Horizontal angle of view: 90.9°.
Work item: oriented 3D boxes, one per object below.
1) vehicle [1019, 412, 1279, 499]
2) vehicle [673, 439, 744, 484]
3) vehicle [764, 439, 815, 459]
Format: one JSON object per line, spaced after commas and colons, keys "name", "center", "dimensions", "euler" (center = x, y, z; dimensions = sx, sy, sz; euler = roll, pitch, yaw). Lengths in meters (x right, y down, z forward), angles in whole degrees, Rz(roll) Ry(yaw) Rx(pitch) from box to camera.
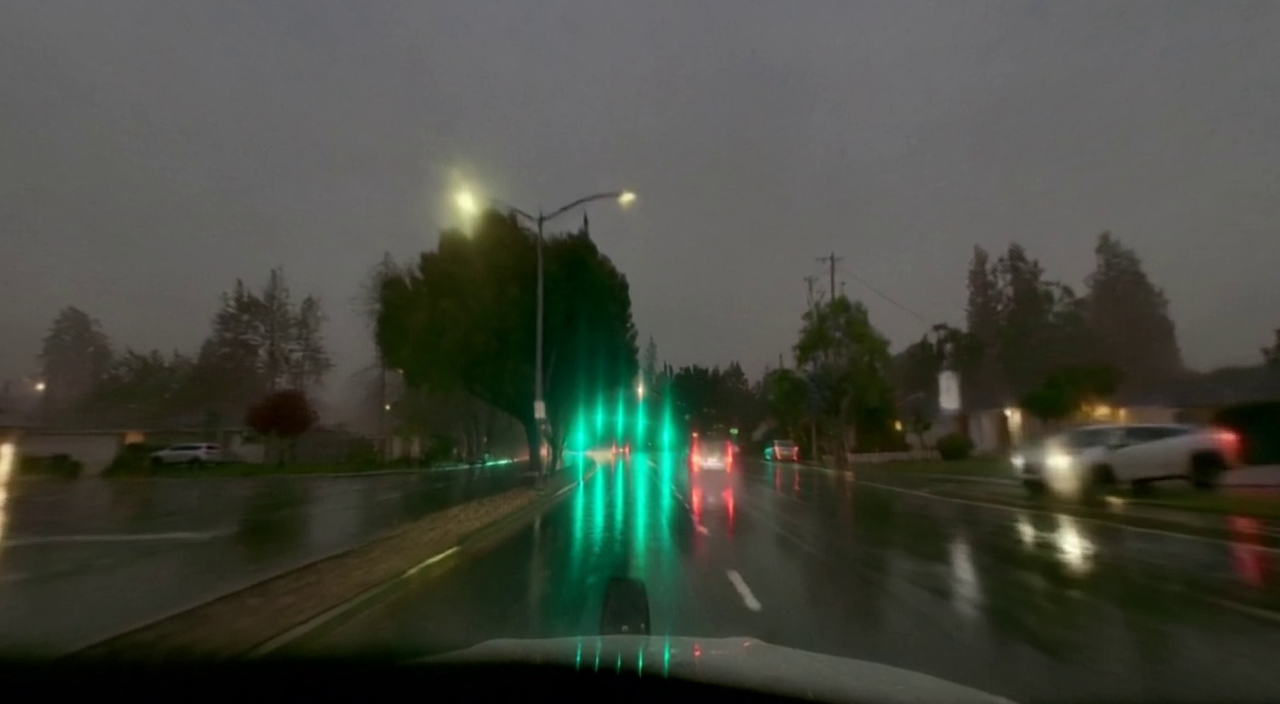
{"name": "vehicle", "center": [11.402, 2.328, 14.297], "dimensions": [4.202, 1.794, 2.063], "euler": [0, -9, 0]}
{"name": "vehicle", "center": [2.410, 3.989, 23.230], "dimensions": [1.960, 1.479, 4.086], "euler": [0, -9, -2]}
{"name": "vehicle", "center": [11.796, 7.682, 49.865], "dimensions": [3.635, 1.482, 1.879], "euler": [-1, -9, 4]}
